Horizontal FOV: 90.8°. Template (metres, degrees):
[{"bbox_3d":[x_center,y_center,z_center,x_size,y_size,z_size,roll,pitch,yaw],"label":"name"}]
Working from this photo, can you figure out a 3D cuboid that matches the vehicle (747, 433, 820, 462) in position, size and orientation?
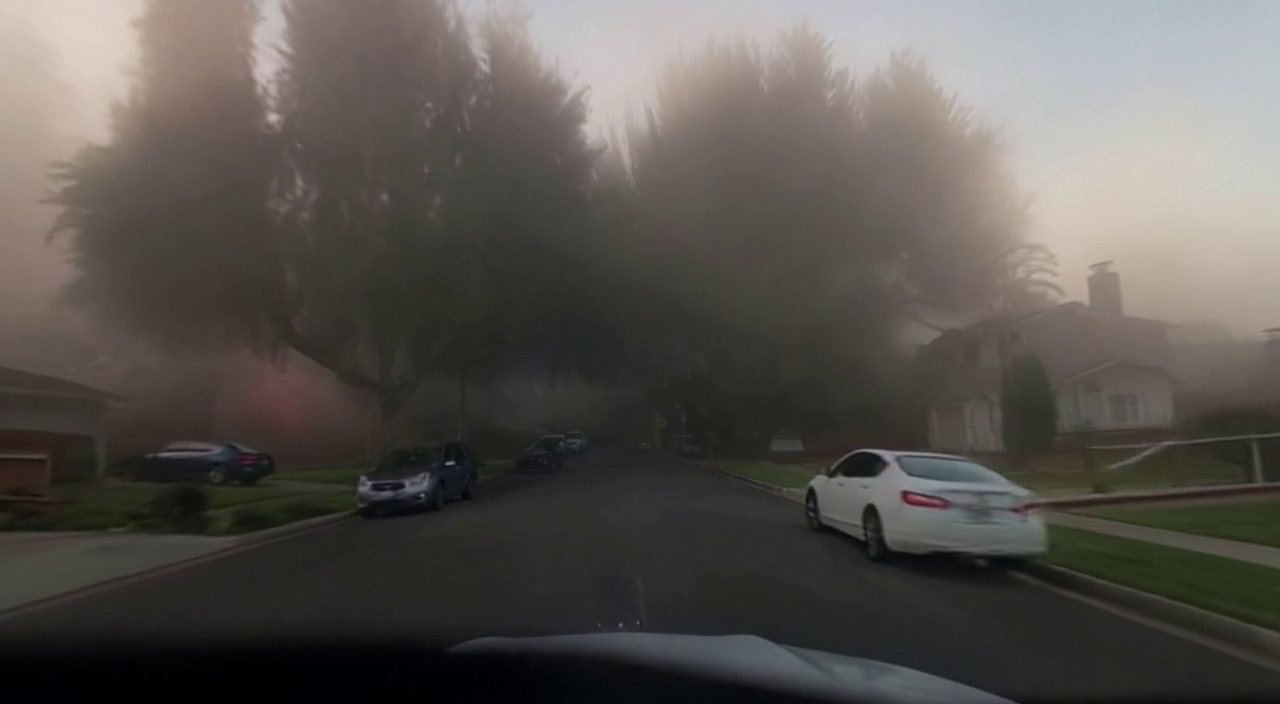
[{"bbox_3d":[10.579,7.084,46.860,4.919,1.969,2.104,1,-9,2],"label":"vehicle"}]

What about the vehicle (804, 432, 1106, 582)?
[{"bbox_3d":[3.705,1.868,8.423,1.945,1.495,3.983,0,-8,0],"label":"vehicle"}]

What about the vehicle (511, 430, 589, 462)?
[{"bbox_3d":[-6.602,6.965,46.975,5.419,2.292,2.272,0,-7,0],"label":"vehicle"}]

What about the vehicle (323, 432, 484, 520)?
[{"bbox_3d":[-5.056,2.701,14.289,1.887,1.660,4.312,0,-8,1],"label":"vehicle"}]

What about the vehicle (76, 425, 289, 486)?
[{"bbox_3d":[-14.078,3.200,19.683,5.088,1.792,1.966,0,-9,1],"label":"vehicle"}]
